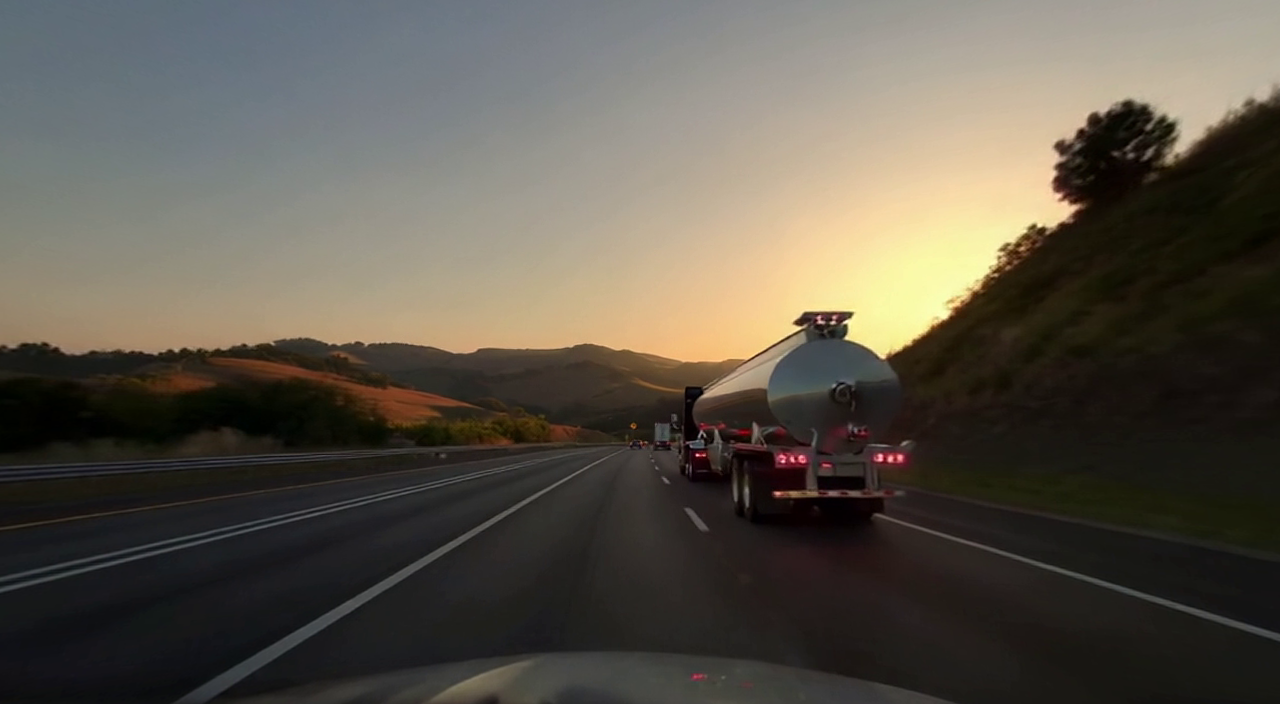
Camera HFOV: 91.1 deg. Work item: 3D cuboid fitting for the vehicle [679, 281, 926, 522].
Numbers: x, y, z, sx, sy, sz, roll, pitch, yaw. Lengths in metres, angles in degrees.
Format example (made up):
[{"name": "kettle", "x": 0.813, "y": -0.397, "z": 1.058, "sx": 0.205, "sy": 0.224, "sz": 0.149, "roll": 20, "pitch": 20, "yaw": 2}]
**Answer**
[{"name": "vehicle", "x": 2.837, "y": 1.498, "z": 15.495, "sx": 2.946, "sy": 3.745, "sz": 11.516, "roll": 0, "pitch": -8, "yaw": 0}]
